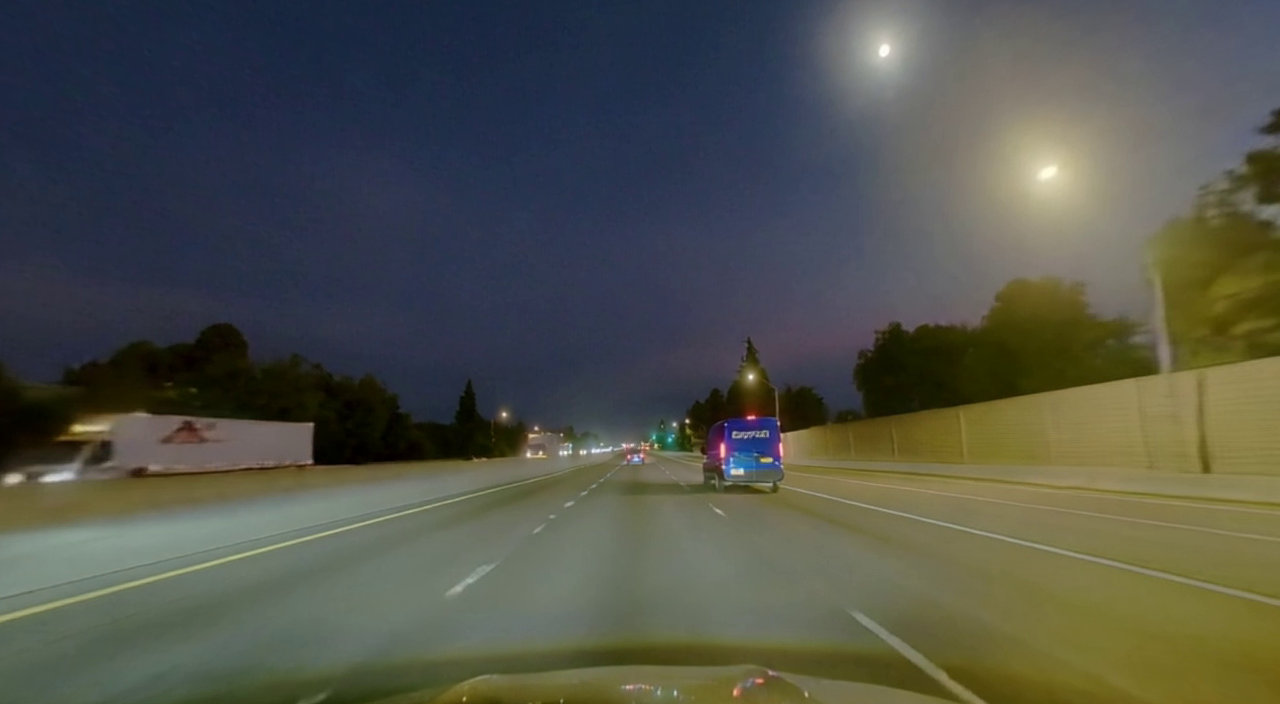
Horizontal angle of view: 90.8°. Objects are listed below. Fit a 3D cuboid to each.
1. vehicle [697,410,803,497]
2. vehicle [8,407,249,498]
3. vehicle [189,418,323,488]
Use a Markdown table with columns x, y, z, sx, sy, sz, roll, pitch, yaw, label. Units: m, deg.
| x | y | z | sx | sy | sz | roll | pitch | yaw | label |
| --- | --- | --- | --- | --- | --- | --- | --- | --- | --- |
| 3.533 | 3.471 | 21.697 | 2.373 | 2.561 | 5.922 | 0 | -9 | -2 | vehicle |
| -24.100 | 4.929 | 30.997 | 2.946 | 3.683 | 10.509 | 0 | -9 | 0 | vehicle |
| -24.155 | 6.441 | 40.461 | 3.116 | 3.980 | 8.474 | 0 | -9 | 0 | vehicle |
